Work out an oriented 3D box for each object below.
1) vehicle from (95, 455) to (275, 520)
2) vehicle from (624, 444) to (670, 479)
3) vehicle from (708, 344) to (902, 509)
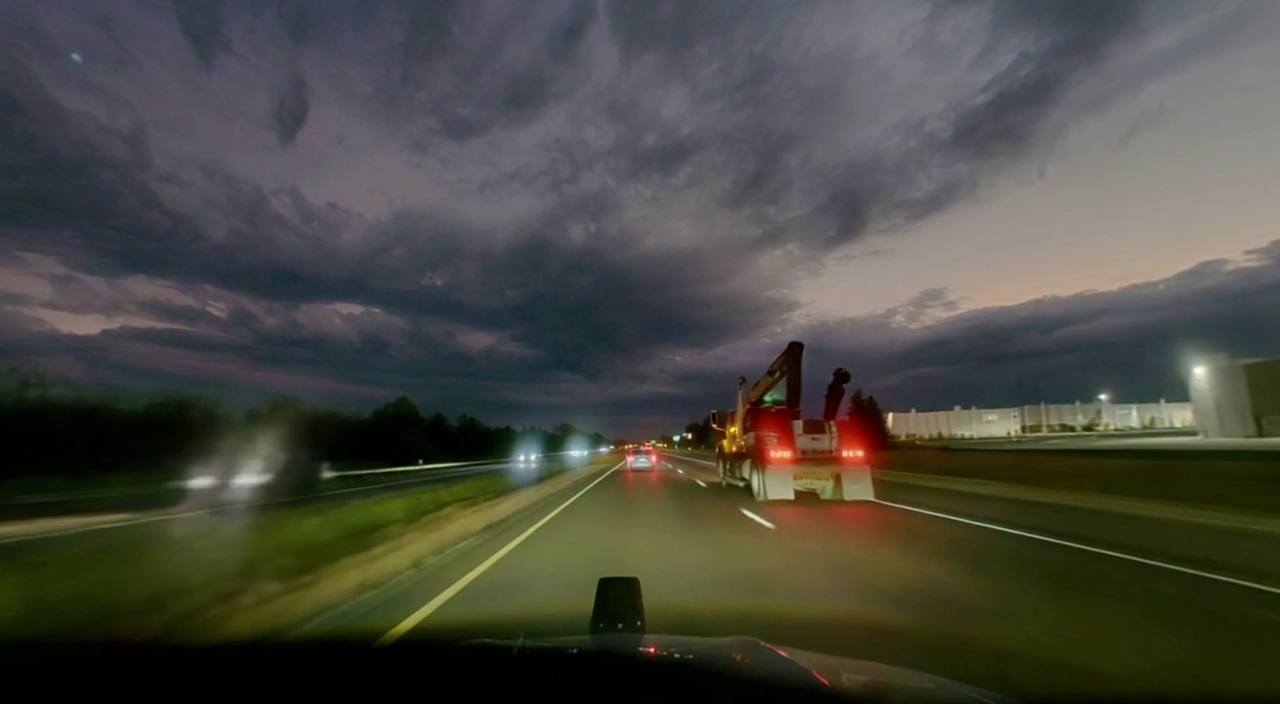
[{"bbox_3d":[-12.239,3.622,17.350,1.947,1.500,3.999,0,-9,0],"label":"vehicle"},{"bbox_3d":[0.290,5.160,29.884,2.045,1.527,4.023,0,-9,0],"label":"vehicle"},{"bbox_3d":[3.986,2.198,17.677,3.089,3.568,8.101,0,-9,-1],"label":"vehicle"}]
